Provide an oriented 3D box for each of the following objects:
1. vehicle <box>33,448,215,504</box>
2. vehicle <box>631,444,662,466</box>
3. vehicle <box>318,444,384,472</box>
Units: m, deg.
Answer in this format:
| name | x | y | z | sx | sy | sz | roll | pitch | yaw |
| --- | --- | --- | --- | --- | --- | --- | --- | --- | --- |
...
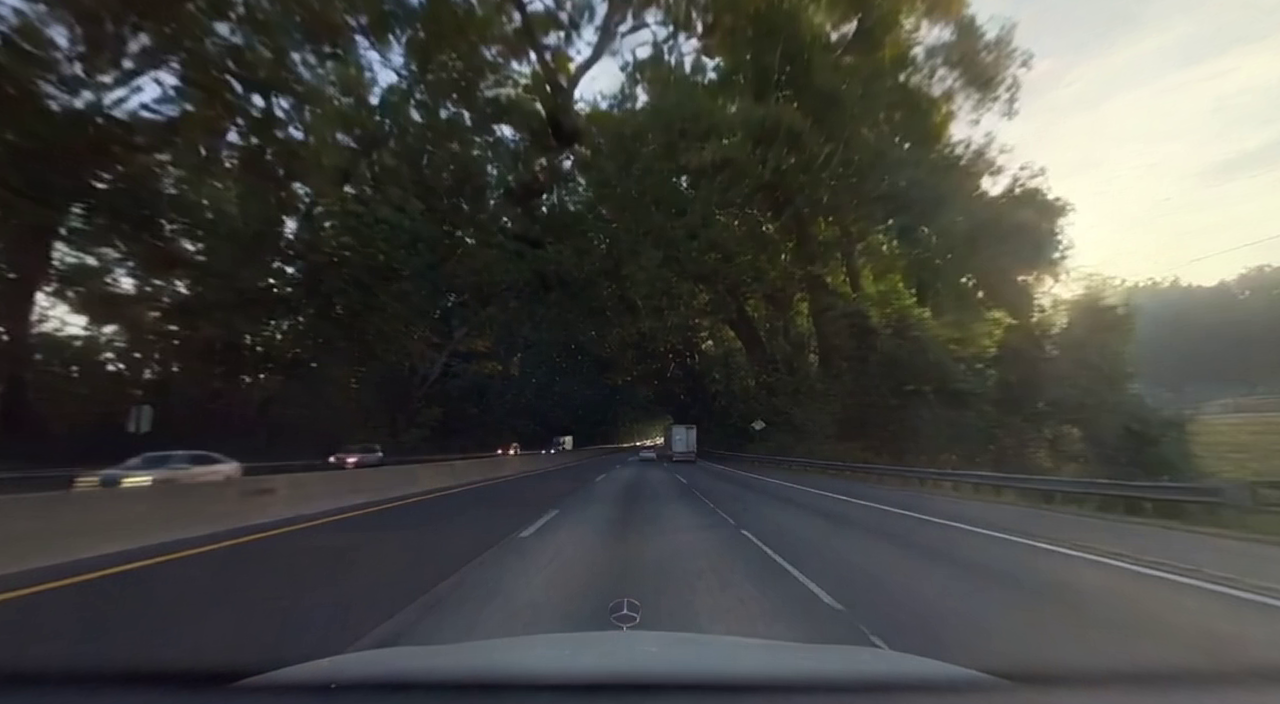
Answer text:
| name | x | y | z | sx | sy | sz | roll | pitch | yaw |
| --- | --- | --- | --- | --- | --- | --- | --- | --- | --- |
| vehicle | -15.000 | 3.600 | 18.700 | 1.816 | 1.454 | 4.185 | 0 | -9 | 0 |
| vehicle | 0.447 | 7.145 | 43.729 | 2.023 | 1.434 | 4.236 | 0 | -9 | 1 |
| vehicle | -18.597 | 6.837 | 40.742 | 2.017 | 1.666 | 4.521 | 0 | -9 | 1 |
